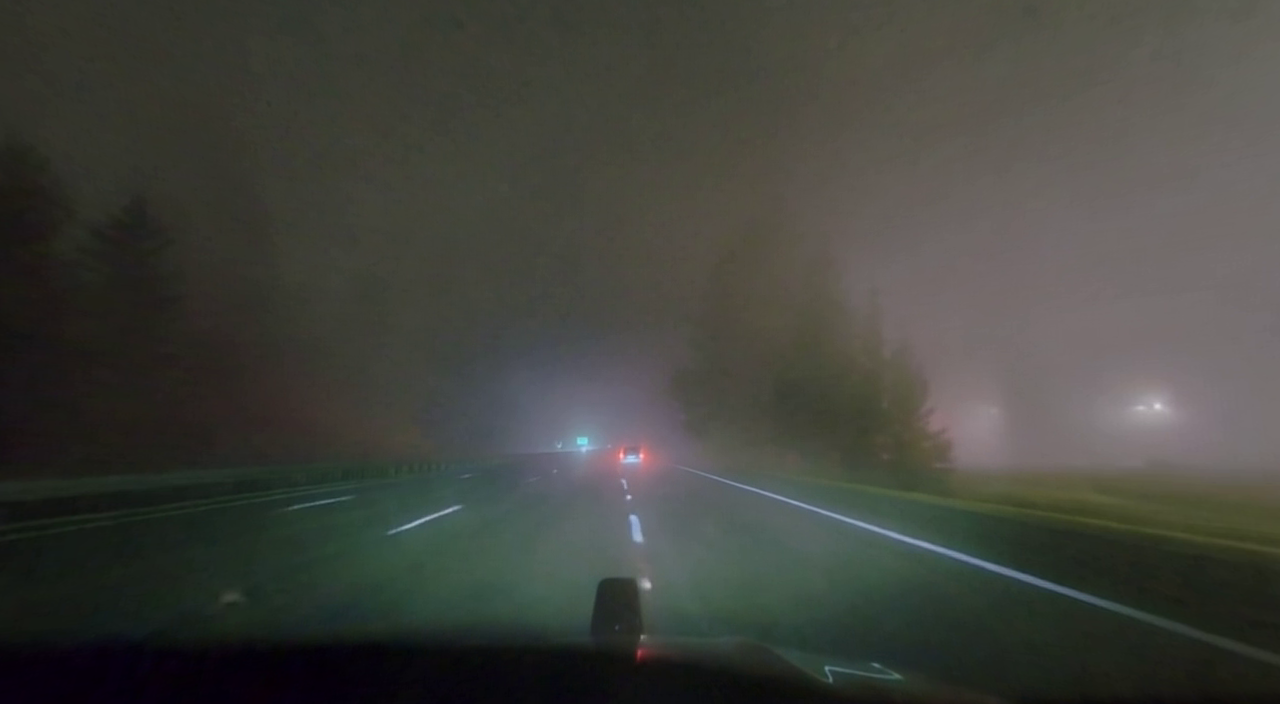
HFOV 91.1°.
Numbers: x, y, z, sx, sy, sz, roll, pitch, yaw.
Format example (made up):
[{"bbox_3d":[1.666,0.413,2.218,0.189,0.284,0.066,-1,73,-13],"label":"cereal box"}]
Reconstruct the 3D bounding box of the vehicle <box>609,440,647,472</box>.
[{"bbox_3d":[-0.690,6.107,37.098,2.120,1.715,4.153,0,-9,0],"label":"vehicle"}]
